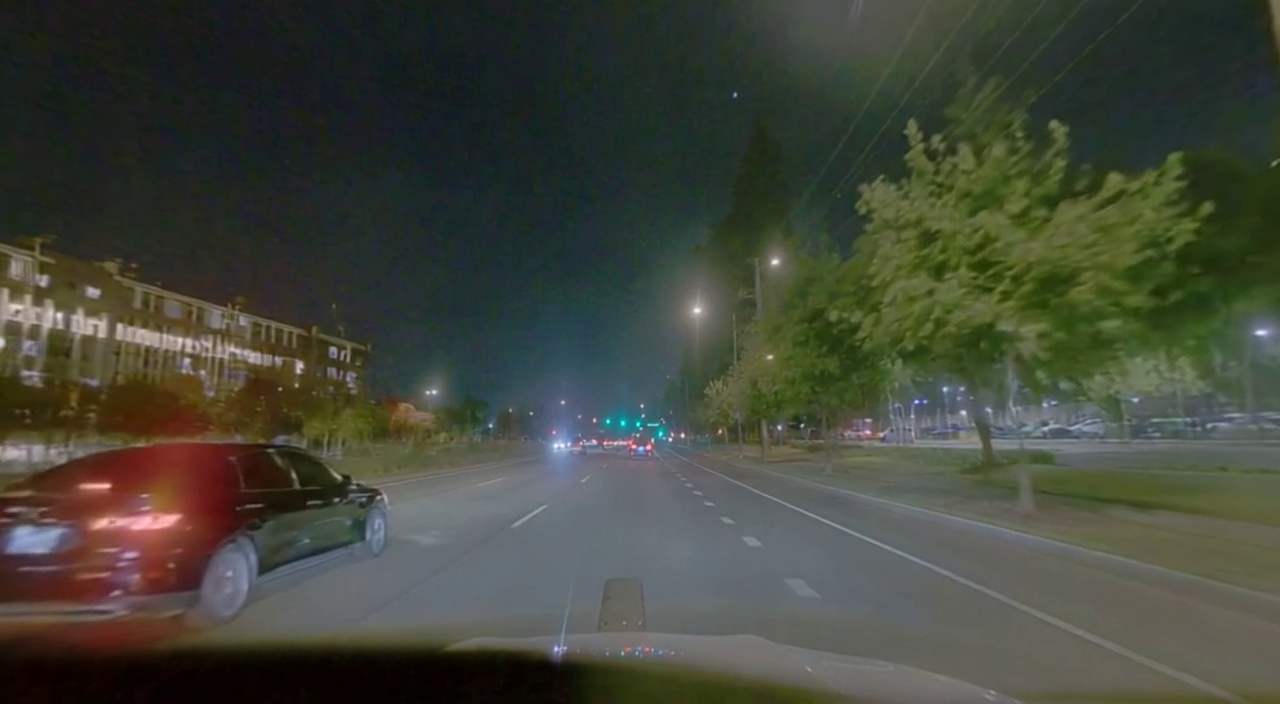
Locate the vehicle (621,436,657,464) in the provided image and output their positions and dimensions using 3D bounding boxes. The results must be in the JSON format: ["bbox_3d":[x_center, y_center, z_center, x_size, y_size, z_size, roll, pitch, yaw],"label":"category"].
[{"bbox_3d":[-0.059,6.252,40.329,2.199,1.652,4.101,0,-8,0],"label":"vehicle"}]

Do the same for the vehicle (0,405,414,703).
[{"bbox_3d":[-3.769,1.329,5.187,1.942,1.462,4.905,0,-8,1],"label":"vehicle"}]
